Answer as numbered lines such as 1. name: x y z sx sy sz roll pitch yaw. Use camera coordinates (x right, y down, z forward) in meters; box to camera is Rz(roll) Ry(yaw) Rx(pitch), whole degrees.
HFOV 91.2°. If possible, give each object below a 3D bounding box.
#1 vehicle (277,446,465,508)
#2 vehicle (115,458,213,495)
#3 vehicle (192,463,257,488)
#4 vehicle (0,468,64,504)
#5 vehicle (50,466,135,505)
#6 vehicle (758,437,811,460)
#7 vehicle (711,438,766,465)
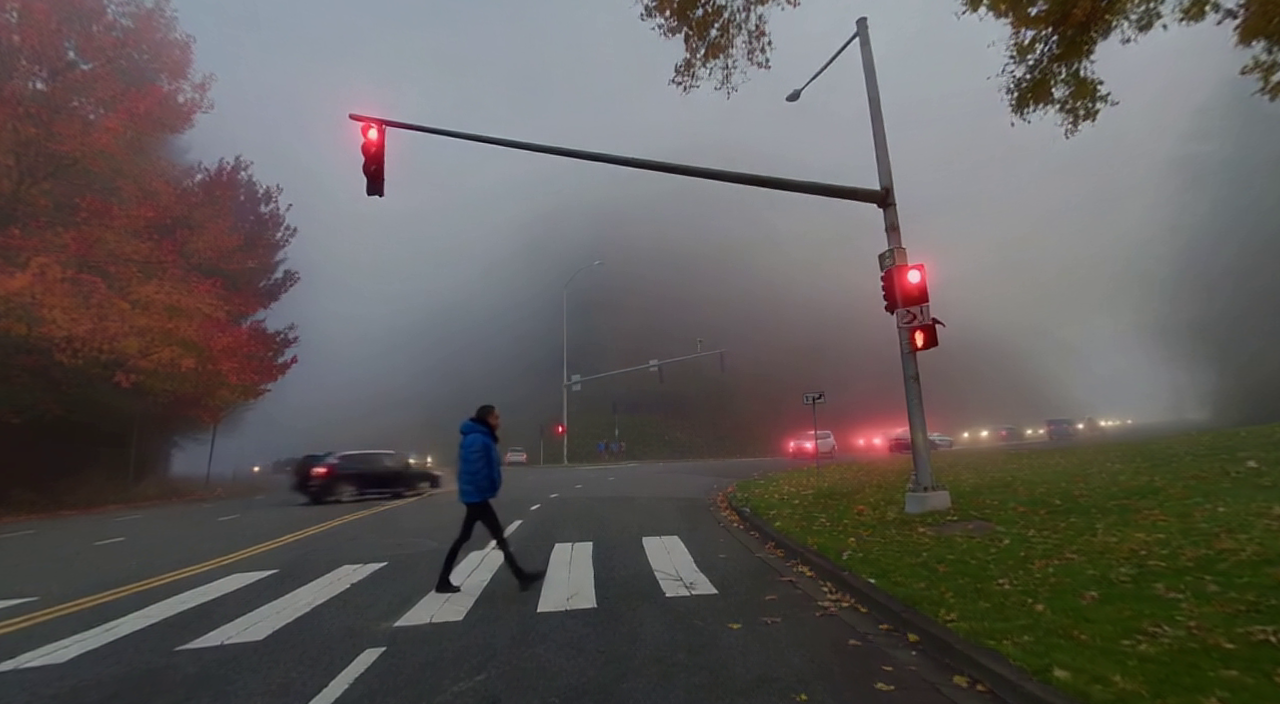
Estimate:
1. vehicle: -7.825 3.612 18.688 1.915 1.586 4.734 -7 -11 38
2. vehicle: -27.832 7.268 36.914 2.064 1.913 5.081 0 -9 -4
3. vehicle: -28.557 8.474 43.177 1.768 1.465 3.972 0 -9 -1
4. vehicle: -30.334 6.447 30.334 1.800 1.520 3.968 2 -9 -14
5. vehicle: -25.428 6.161 29.270 1.694 1.528 4.225 3 -9 -24
6. vehicle: 11.468 7.587 49.360 1.979 1.659 4.907 -8 -11 39
7. vehicle: 6.954 6.969 43.965 1.867 1.743 4.259 -8 -11 40
